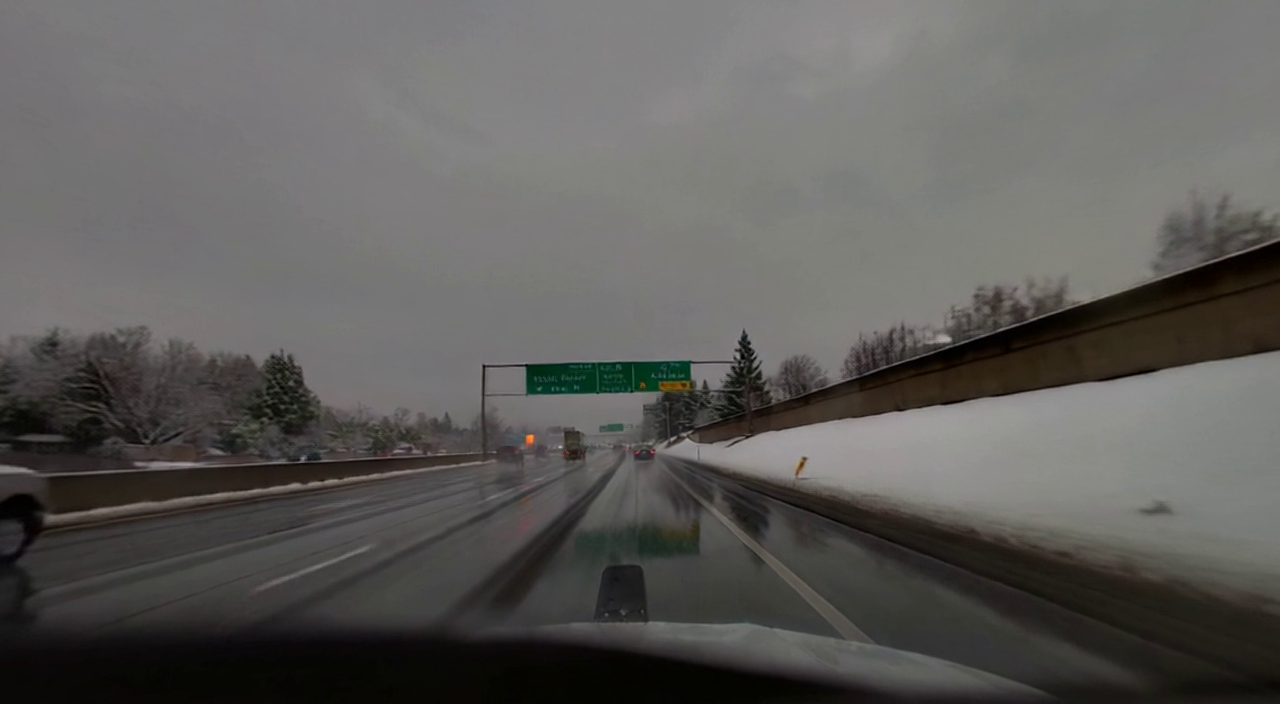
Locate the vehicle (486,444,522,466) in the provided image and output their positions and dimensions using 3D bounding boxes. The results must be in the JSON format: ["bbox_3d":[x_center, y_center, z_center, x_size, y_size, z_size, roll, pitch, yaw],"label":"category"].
[{"bbox_3d":[-10.335,7.829,48.182,1.954,1.605,4.023,0,-8,-1],"label":"vehicle"}]

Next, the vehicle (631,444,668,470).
[{"bbox_3d":[0.561,6.479,39.064,2.137,1.461,3.999,-1,-8,0],"label":"vehicle"}]
